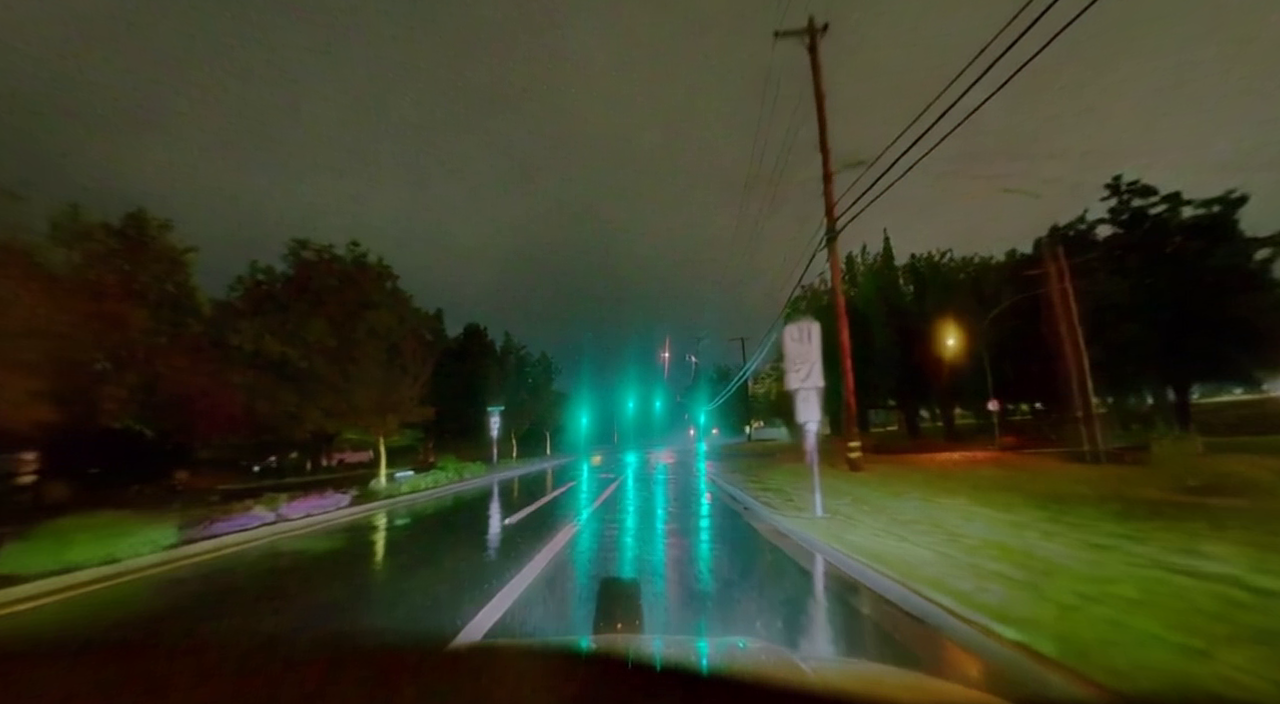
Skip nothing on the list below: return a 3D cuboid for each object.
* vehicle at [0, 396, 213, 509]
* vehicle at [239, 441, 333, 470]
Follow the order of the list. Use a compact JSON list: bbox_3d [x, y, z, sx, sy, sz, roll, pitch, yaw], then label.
[{"bbox_3d":[-18.587,3.344,21.680,2.739,3.171,7.030,-3,-7,0],"label":"vehicle"},{"bbox_3d":[-19.612,5.724,34.887,4.187,1.510,1.857,7,-11,-39],"label":"vehicle"}]
